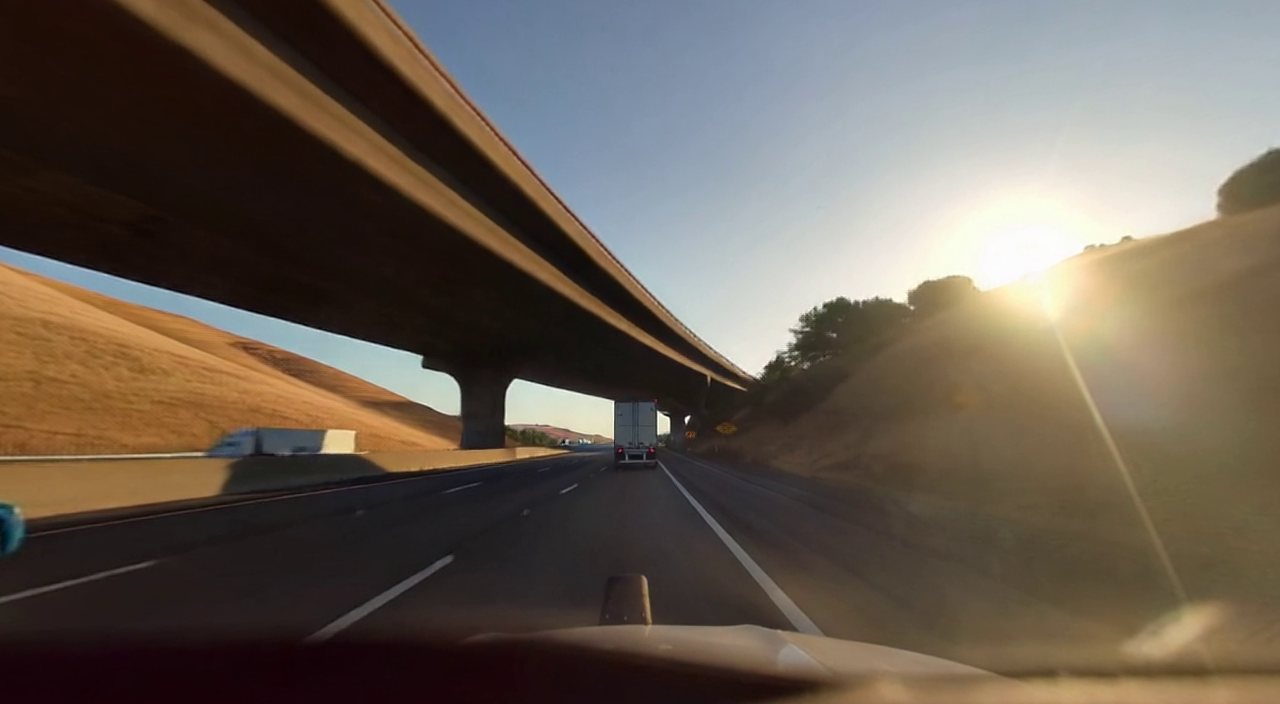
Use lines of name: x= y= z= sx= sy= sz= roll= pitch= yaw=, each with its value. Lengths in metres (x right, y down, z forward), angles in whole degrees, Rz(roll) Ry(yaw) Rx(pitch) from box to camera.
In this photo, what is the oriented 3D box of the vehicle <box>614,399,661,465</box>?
vehicle: x=-0.140 y=5.742 z=44.324 sx=2.866 sy=4.014 sz=11.261 roll=0 pitch=-9 yaw=0
